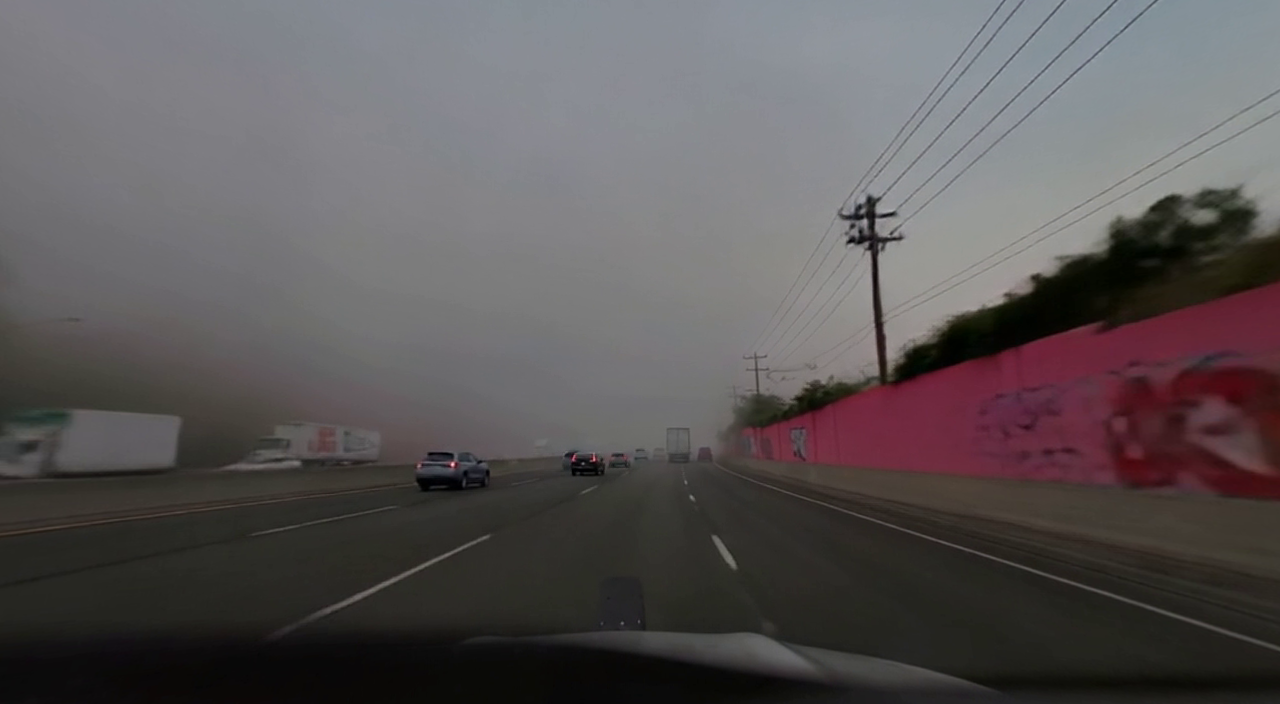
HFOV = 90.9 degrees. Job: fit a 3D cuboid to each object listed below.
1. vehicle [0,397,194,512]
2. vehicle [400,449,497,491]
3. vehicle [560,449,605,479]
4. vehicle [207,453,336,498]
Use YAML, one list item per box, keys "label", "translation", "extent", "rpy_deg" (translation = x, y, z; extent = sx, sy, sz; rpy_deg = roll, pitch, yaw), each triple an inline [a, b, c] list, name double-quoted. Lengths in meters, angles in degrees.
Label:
- label: "vehicle"
  translation: [-19.634, 3.511, 21.812]
  extent: [2.897, 3.310, 6.960]
  rpy_deg: [-1, -9, 3]
- label: "vehicle"
  translation: [-7.405, 4.611, 25.008]
  extent: [2.142, 1.503, 4.767]
  rpy_deg: [-1, -9, 3]
- label: "vehicle"
  translation: [-3.135, 6.190, 35.030]
  extent: [1.966, 1.565, 3.766]
  rpy_deg: [-1, -9, 3]
- label: "vehicle"
  translation: [-15.223, 5.095, 26.477]
  extent: [2.109, 1.677, 5.175]
  rpy_deg: [-1, -9, 3]
